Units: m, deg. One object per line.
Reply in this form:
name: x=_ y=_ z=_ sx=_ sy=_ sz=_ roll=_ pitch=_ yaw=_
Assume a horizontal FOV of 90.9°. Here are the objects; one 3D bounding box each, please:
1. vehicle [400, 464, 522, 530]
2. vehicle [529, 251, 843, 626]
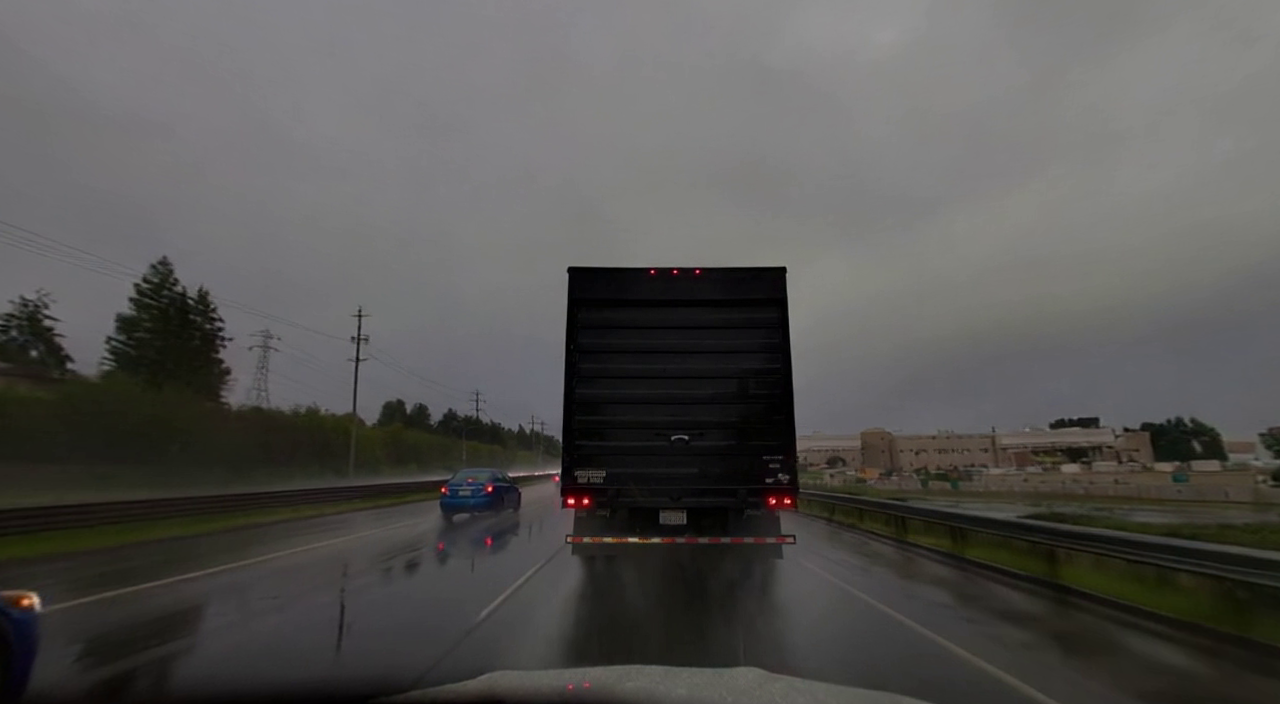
vehicle: x=-4.525 y=3.743 z=16.696 sx=1.891 sy=1.469 sz=4.431 roll=1 pitch=-11 yaw=0
vehicle: x=0.569 y=1.514 z=10.292 sx=2.831 sy=3.529 sz=8.689 roll=0 pitch=-11 yaw=2
